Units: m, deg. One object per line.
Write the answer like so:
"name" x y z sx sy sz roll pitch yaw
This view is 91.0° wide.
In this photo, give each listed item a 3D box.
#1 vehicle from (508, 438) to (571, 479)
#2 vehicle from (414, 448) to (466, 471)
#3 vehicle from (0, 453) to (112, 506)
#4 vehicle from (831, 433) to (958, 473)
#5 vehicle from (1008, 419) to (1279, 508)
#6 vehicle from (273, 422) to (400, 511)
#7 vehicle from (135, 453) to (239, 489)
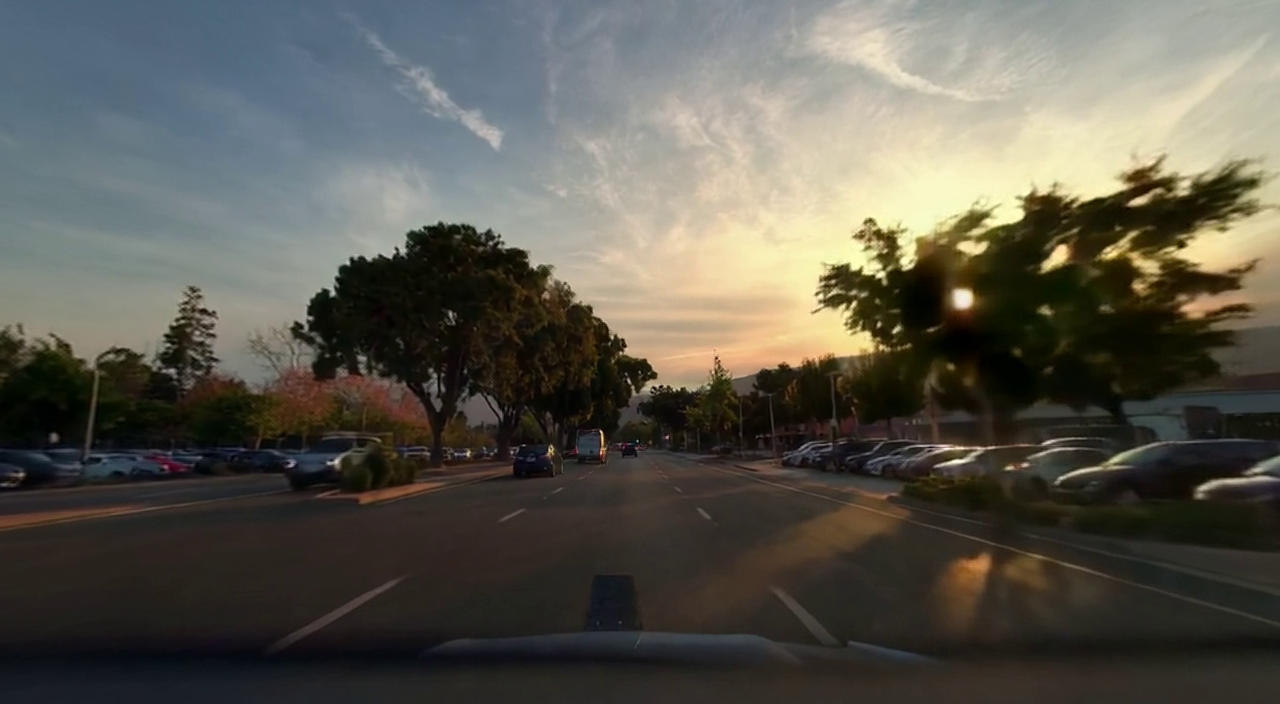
"vehicle" -4.375 4.724 28.073 2.109 1.672 4.256 0 -9 0
"vehicle" -13.356 7.195 42.370 1.955 1.496 4.661 0 -9 0
"vehicle" -23.495 4.859 24.438 1.953 1.789 4.591 0 -9 -1
"vehicle" 12.308 4.932 30.889 5.426 1.811 2.193 -2 -9 15
"vehicle" 12.164 2.616 15.116 5.519 1.836 2.138 -5 -10 32
"vehicle" -7.672 2.924 16.552 2.123 1.864 5.553 1 -9 -17
"vehicle" -23.368 6.116 32.744 1.938 1.691 4.696 0 -9 -1
